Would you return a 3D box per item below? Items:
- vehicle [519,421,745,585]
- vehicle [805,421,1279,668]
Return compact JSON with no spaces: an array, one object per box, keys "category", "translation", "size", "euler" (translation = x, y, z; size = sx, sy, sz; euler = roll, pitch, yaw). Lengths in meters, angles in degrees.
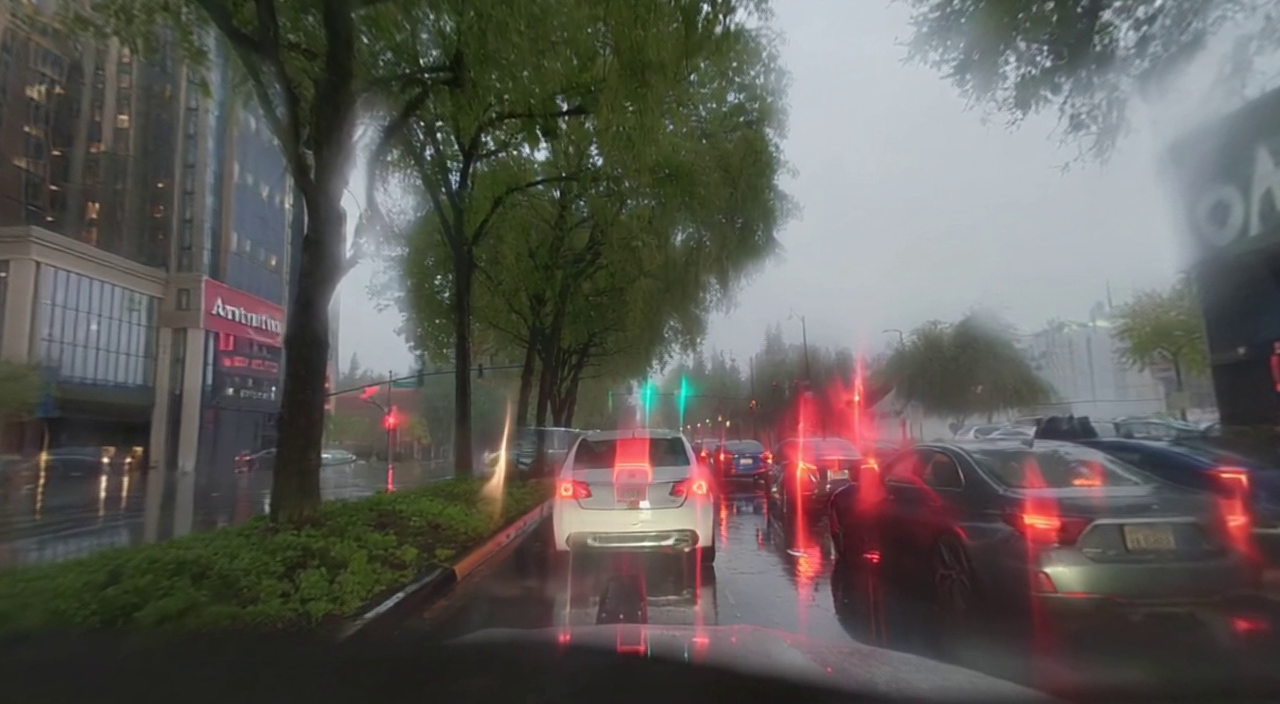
[{"category":"vehicle","translation":[-0.111,1.718,8.007],"size":[2.118,1.512,4.013],"euler":[0,-9,-1]},{"category":"vehicle","translation":[3.217,1.495,6.124],"size":[1.912,1.454,4.537],"euler":[0,-9,-1]}]
